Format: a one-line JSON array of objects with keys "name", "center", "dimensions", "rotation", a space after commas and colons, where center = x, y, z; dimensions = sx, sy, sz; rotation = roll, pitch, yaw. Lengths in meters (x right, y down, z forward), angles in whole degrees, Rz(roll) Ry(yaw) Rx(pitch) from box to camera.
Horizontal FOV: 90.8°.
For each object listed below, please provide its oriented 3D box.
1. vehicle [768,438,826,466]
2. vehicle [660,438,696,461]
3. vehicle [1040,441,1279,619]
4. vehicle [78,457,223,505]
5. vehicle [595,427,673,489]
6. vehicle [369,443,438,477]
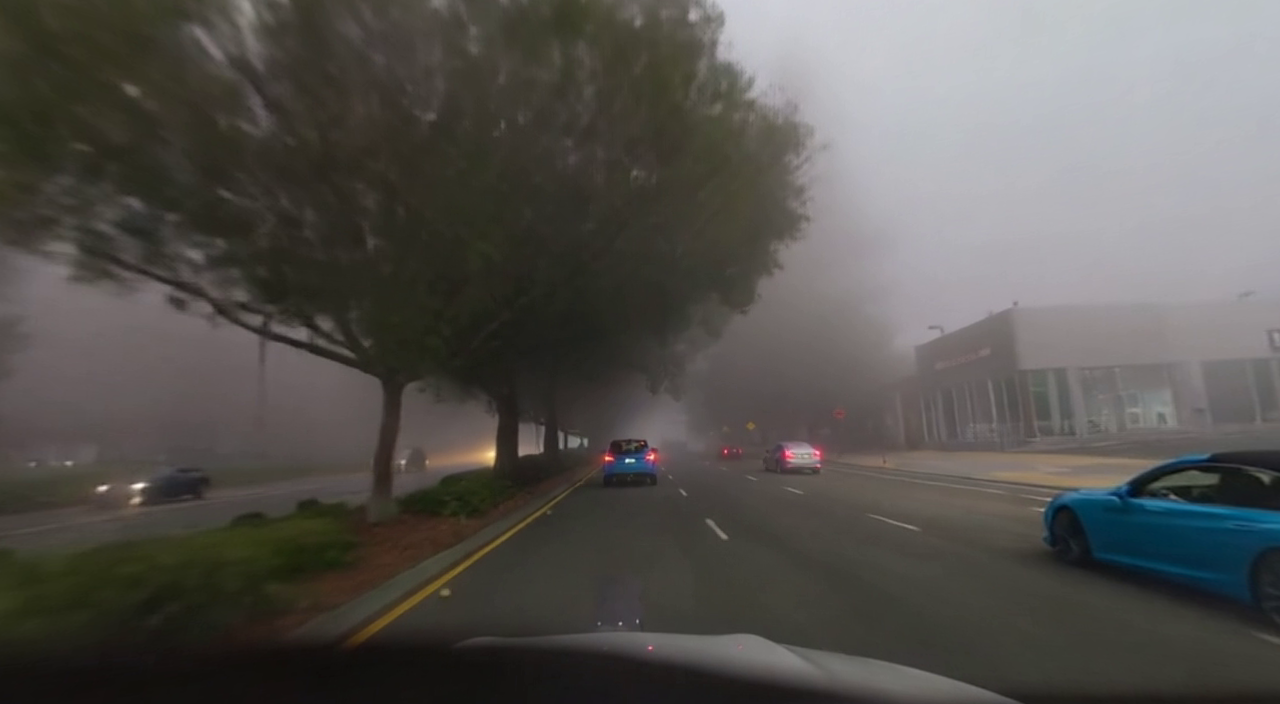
[{"name": "vehicle", "center": [8.937, 5.732, 36.290], "dimensions": [2.045, 1.484, 4.342], "rotation": [0, -9, -2]}, {"name": "vehicle", "center": [2.607, 6.823, 44.190], "dimensions": [2.078, 1.471, 4.142], "rotation": [0, -9, -2]}, {"name": "vehicle", "center": [5.815, 1.370, 5.105], "dimensions": [2.258, 1.294, 4.312], "rotation": [0, -9, -1]}, {"name": "vehicle", "center": [-19.474, 5.115, 25.480], "dimensions": [1.982, 1.633, 4.620], "rotation": [-1, -9, 2]}, {"name": "vehicle", "center": [-0.206, 3.368, 20.326], "dimensions": [2.266, 1.762, 4.131], "rotation": [0, -9, -1]}, {"name": "vehicle", "center": [-13.805, 6.316, 37.186], "dimensions": [2.080, 1.821, 4.833], "rotation": [-1, -9, 1]}]
